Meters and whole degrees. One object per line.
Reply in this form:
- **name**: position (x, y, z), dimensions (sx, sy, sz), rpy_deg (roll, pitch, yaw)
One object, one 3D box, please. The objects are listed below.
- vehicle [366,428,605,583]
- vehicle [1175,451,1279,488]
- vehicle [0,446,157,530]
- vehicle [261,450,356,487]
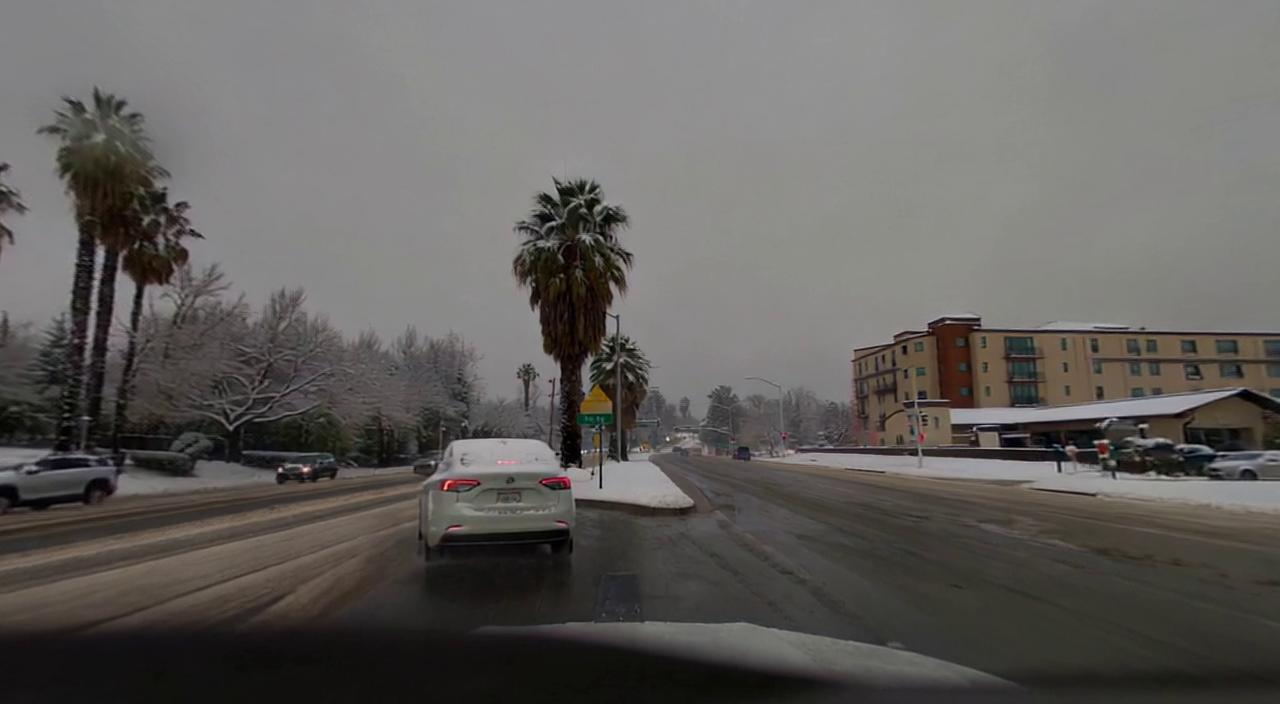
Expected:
- **vehicle**: position (-2.333, 1.845, 8.536), dimensions (1.986, 1.473, 4.382), rpy_deg (5, -10, -29)
- **vehicle**: position (25.855, 4.939, 26.725), dimensions (4.446, 1.464, 1.954), rpy_deg (-1, -9, 4)
- **vehicle**: position (-13.113, 2.774, 13.299), dimensions (4.457, 1.552, 2.095), rpy_deg (-2, -9, 11)
- **vehicle**: position (-14.638, 5.139, 28.244), dimensions (2.099, 1.464, 4.615), rpy_deg (1, -9, -5)
